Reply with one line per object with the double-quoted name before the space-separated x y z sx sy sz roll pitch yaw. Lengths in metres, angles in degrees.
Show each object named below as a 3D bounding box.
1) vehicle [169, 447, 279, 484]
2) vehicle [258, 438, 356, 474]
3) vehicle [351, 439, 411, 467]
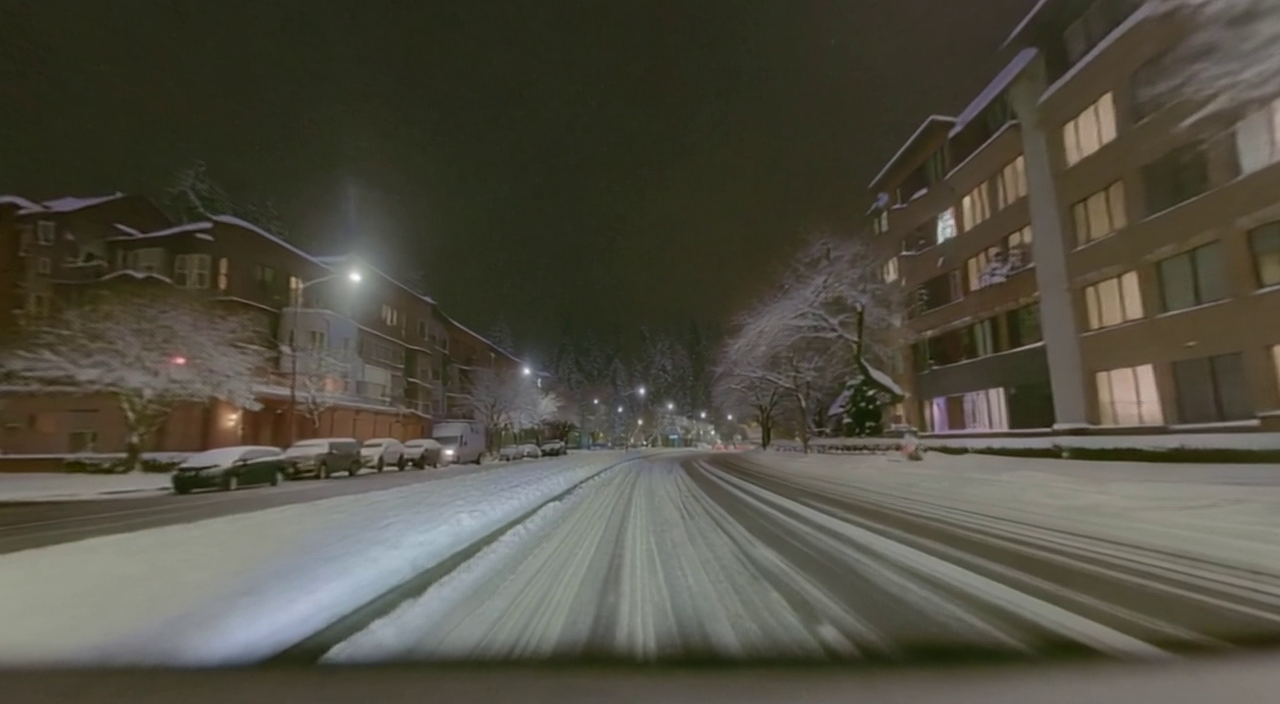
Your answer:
"vehicle" -18.775 5.100 28.782 1.880 1.457 4.487 -3 -8 2
"vehicle" -18.384 5.785 35.224 2.295 1.809 5.236 -2 -9 4
"vehicle" -18.129 7.085 44.487 2.001 1.836 4.746 -1 -8 2
